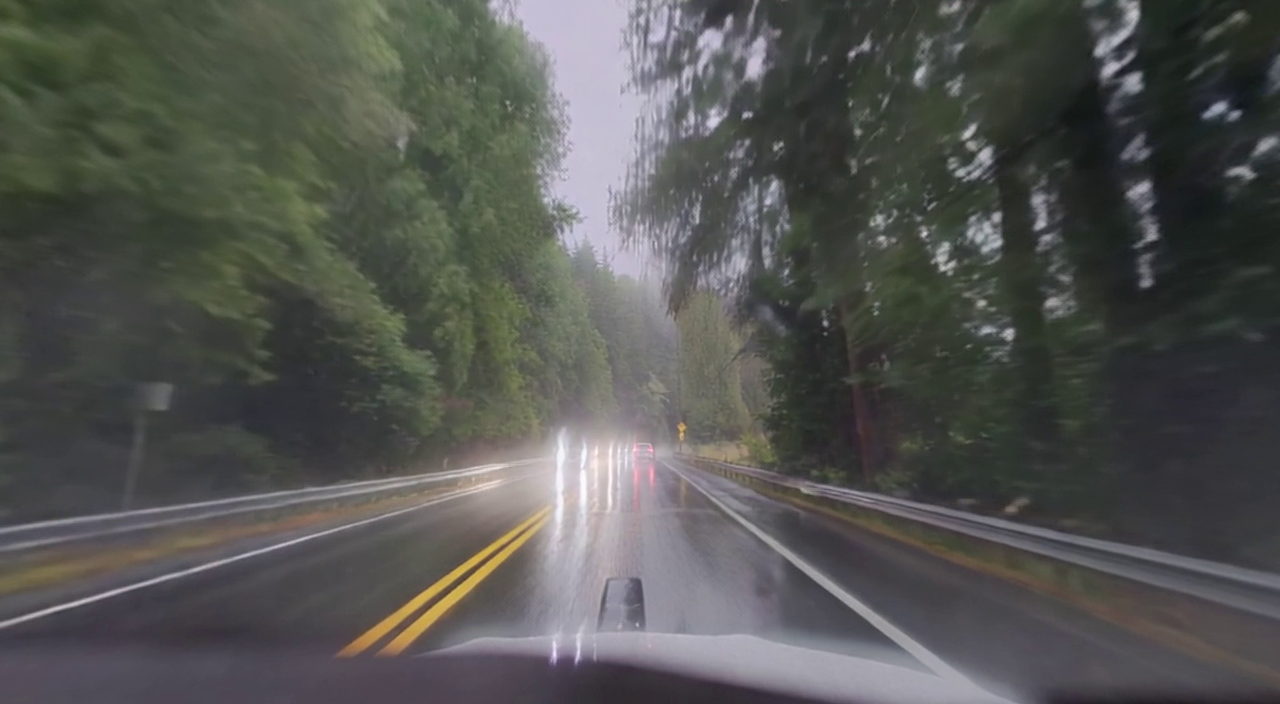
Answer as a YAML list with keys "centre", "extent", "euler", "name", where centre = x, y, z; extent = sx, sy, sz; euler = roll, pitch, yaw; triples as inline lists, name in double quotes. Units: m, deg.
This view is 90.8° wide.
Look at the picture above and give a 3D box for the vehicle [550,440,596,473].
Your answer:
- centre: [-3.734, 5.920, 35.891]
  extent: [2.155, 1.727, 4.142]
  euler: [0, -9, 1]
  name: "vehicle"
